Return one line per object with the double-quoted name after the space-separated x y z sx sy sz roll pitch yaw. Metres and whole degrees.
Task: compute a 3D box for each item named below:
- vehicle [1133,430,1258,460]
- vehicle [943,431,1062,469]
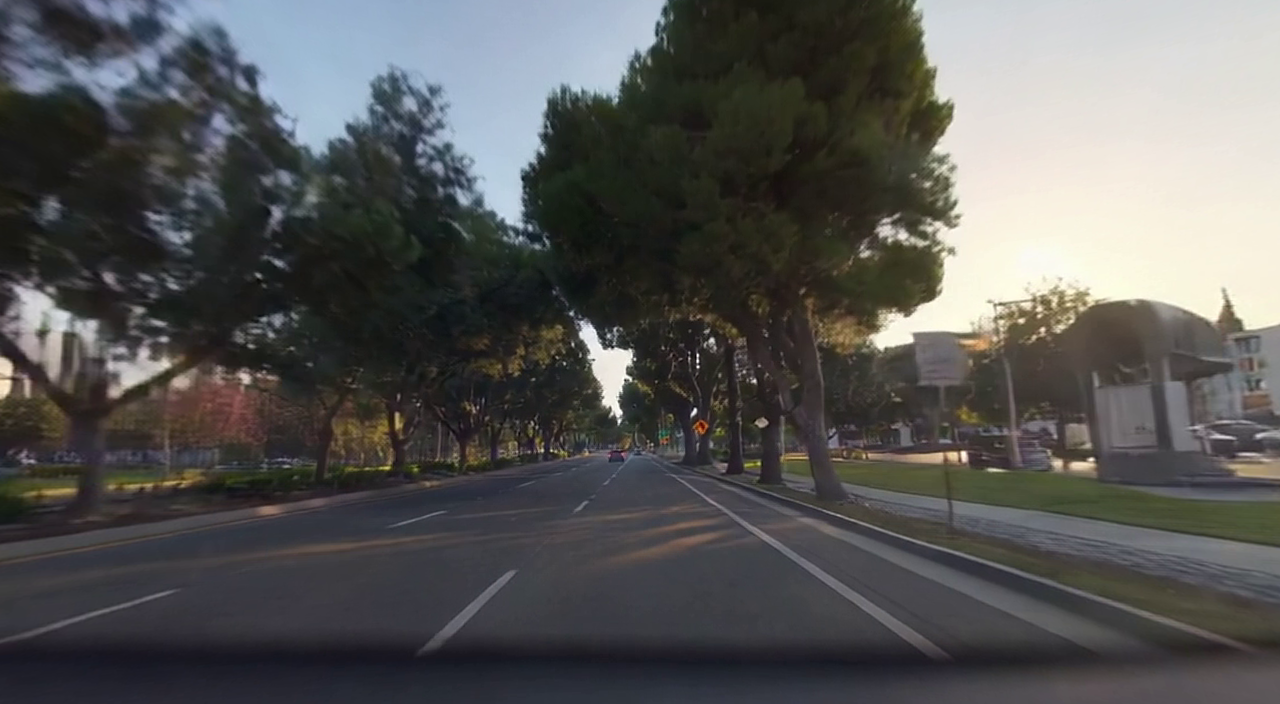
29.029 4.891 33.100 1.910 1.451 4.433 5 -10 -32 "vehicle"
14.250 3.877 24.943 3.641 1.408 1.584 -1 -9 2 "vehicle"
